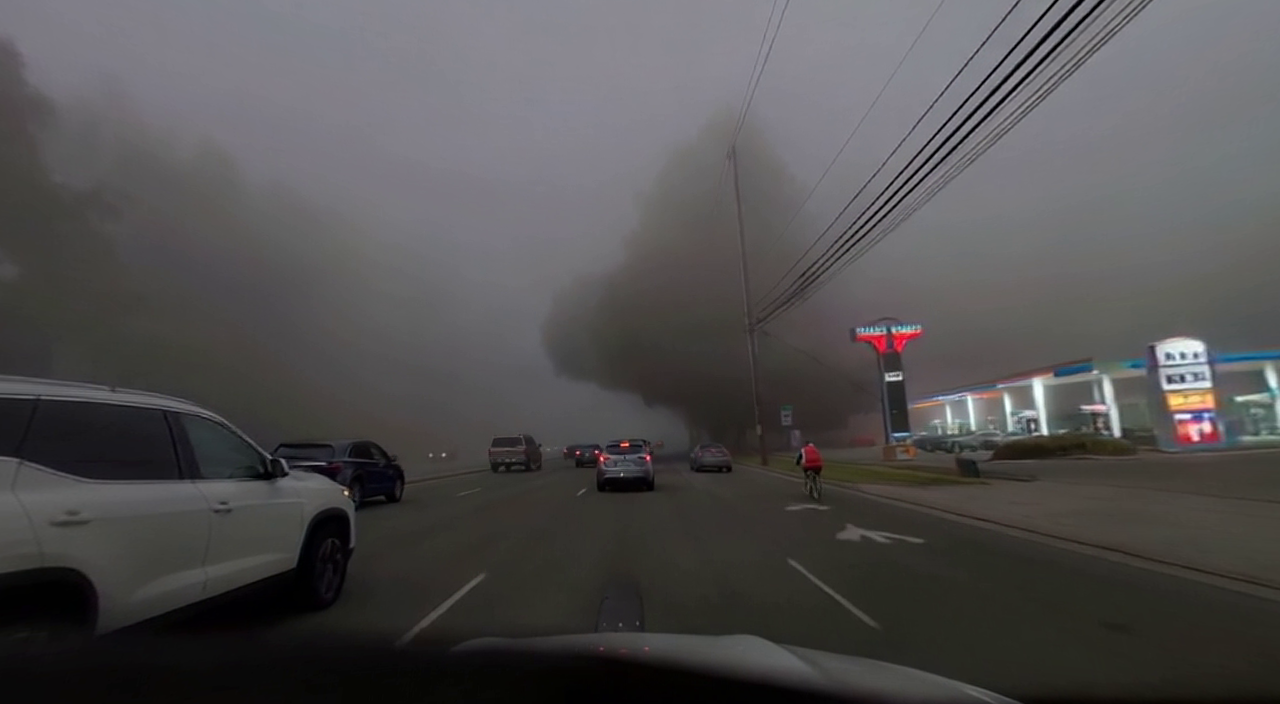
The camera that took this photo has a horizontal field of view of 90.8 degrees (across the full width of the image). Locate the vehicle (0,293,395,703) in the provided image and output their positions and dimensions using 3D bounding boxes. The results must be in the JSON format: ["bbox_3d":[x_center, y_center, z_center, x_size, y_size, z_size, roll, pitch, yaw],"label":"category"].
[{"bbox_3d":[-3.125,0.783,3.154,1.922,1.642,4.547,-1,-8,1],"label":"vehicle"}]

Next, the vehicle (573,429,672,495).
[{"bbox_3d":[-0.397,2.763,16.165,2.189,1.437,4.135,0,-8,0],"label":"vehicle"}]

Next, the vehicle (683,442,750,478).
[{"bbox_3d":[2.997,4.326,25.680,2.065,1.302,4.416,0,-8,-1],"label":"vehicle"}]

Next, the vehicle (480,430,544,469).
[{"bbox_3d":[-6.783,5.259,34.177,2.385,1.918,5.056,0,-8,0],"label":"vehicle"}]
